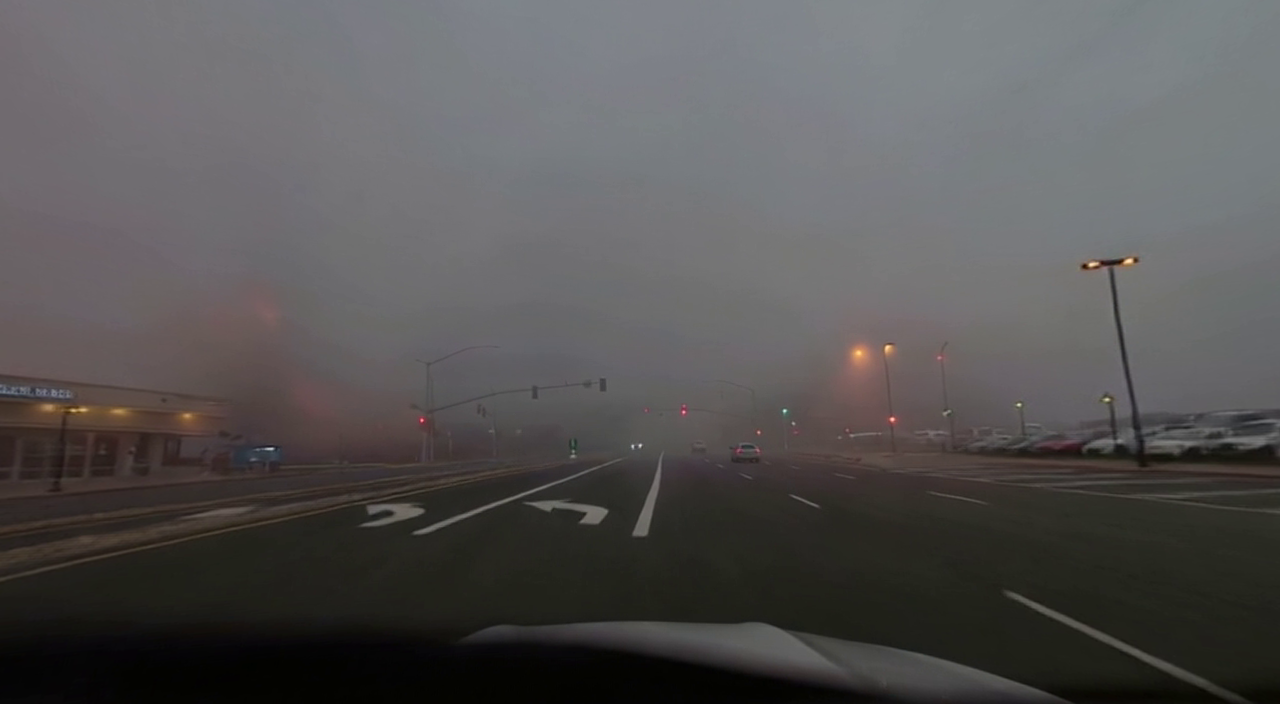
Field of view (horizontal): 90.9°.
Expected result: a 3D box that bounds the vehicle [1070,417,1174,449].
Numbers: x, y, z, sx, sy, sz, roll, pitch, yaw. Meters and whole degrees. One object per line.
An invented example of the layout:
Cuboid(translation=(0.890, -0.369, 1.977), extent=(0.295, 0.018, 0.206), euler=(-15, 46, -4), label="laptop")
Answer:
Cuboid(translation=(27.982, 4.755, 36.675), extent=(4.326, 1.788, 1.984), euler=(0, -9, 0), label="vehicle")

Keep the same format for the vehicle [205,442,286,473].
Cuboid(translation=(-29.651, 7.941, 47.644), extent=(2.298, 2.186, 5.973), euler=(0, -9, -1), label="vehicle")

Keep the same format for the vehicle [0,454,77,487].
Cuboid(translation=(-32.605, 6.270, 33.538), extent=(1.781, 1.590, 3.853), euler=(0, -9, -2), label="vehicle")

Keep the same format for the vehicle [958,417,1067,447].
Cuboid(translation=(28.628, 6.205, 48.665), extent=(6.608, 2.249, 2.726), euler=(0, -9, 0), label="vehicle")

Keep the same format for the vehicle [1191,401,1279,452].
Cuboid(translation=(27.725, 3.373, 27.846), extent=(2.340, 2.048, 6.148), euler=(-2, -9, 14), label="vehicle")

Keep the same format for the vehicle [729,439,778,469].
Cuboid(translation=(6.185, 5.627, 34.786), extent=(2.038, 1.528, 4.259), euler=(0, -9, 1), label="vehicle")
